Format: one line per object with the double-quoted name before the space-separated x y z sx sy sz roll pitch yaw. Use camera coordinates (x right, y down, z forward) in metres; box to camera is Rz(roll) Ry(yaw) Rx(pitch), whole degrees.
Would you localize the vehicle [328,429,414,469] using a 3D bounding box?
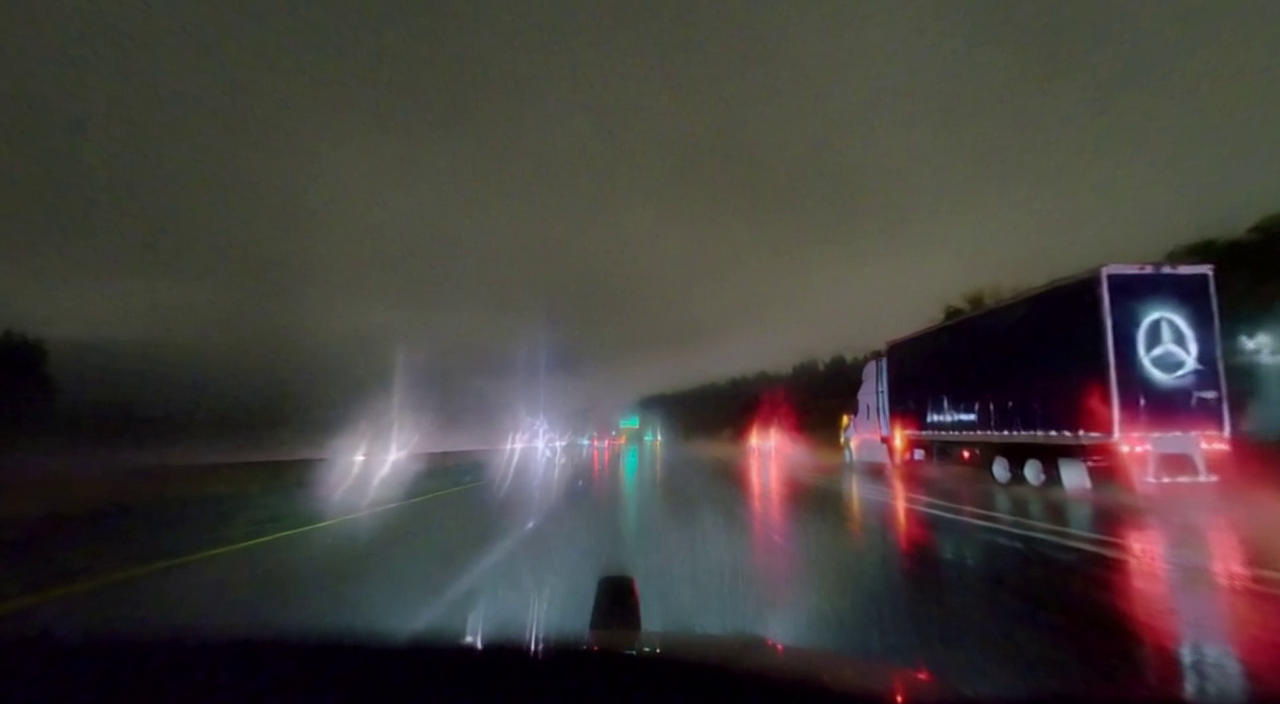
"vehicle" -12.864 4.687 30.482 2.078 1.746 4.785 0 -8 -1
